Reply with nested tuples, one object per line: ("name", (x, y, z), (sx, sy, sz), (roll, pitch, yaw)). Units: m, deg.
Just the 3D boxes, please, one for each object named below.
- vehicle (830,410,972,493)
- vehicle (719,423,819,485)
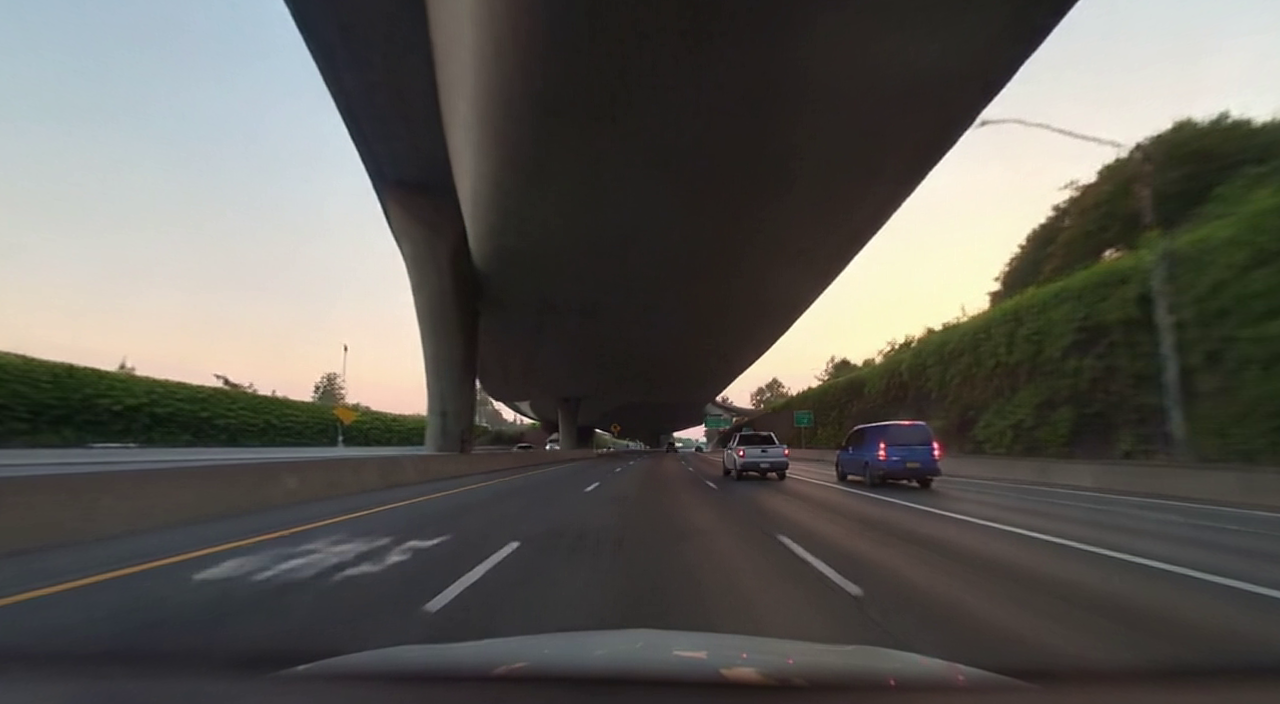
("vehicle", (8.140, 3.185, 20.445), (2.229, 2.317, 5.399), (0, -9, 0))
("vehicle", (4.585, 3.752, 23.542), (2.505, 2.020, 5.532), (0, -8, 0))
